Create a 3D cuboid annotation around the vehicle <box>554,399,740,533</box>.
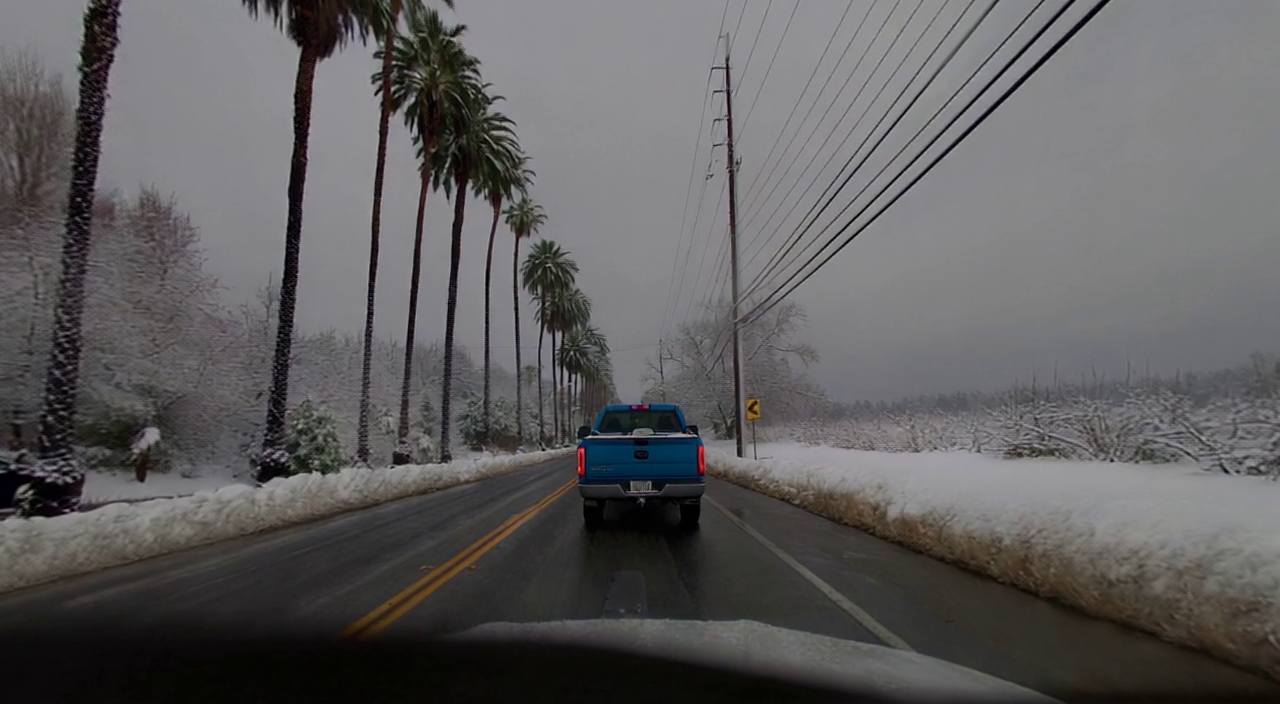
[{"bbox_3d":[0.056,2.155,12.497,2.803,2.005,5.885,0,-8,-1],"label":"vehicle"}]
